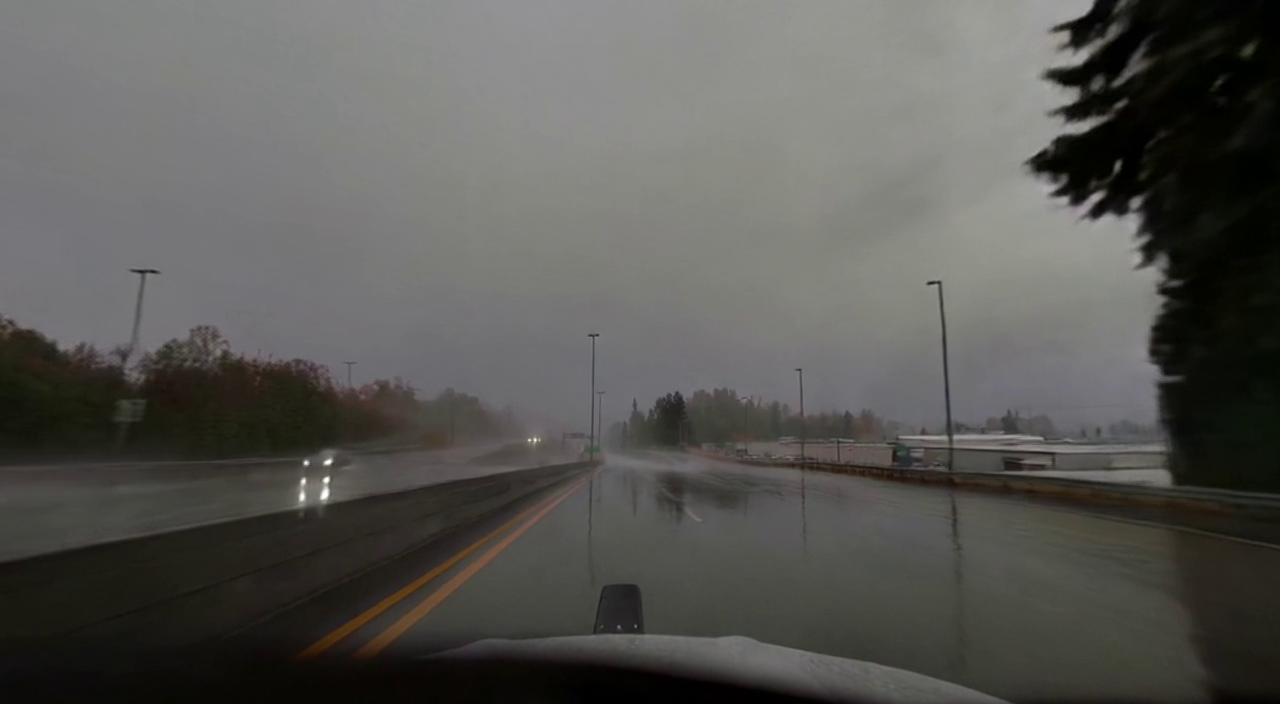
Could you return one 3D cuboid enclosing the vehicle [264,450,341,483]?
[{"bbox_3d":[-16.149,5.473,30.218,1.817,1.474,3.810,0,-9,-5],"label":"vehicle"}]
